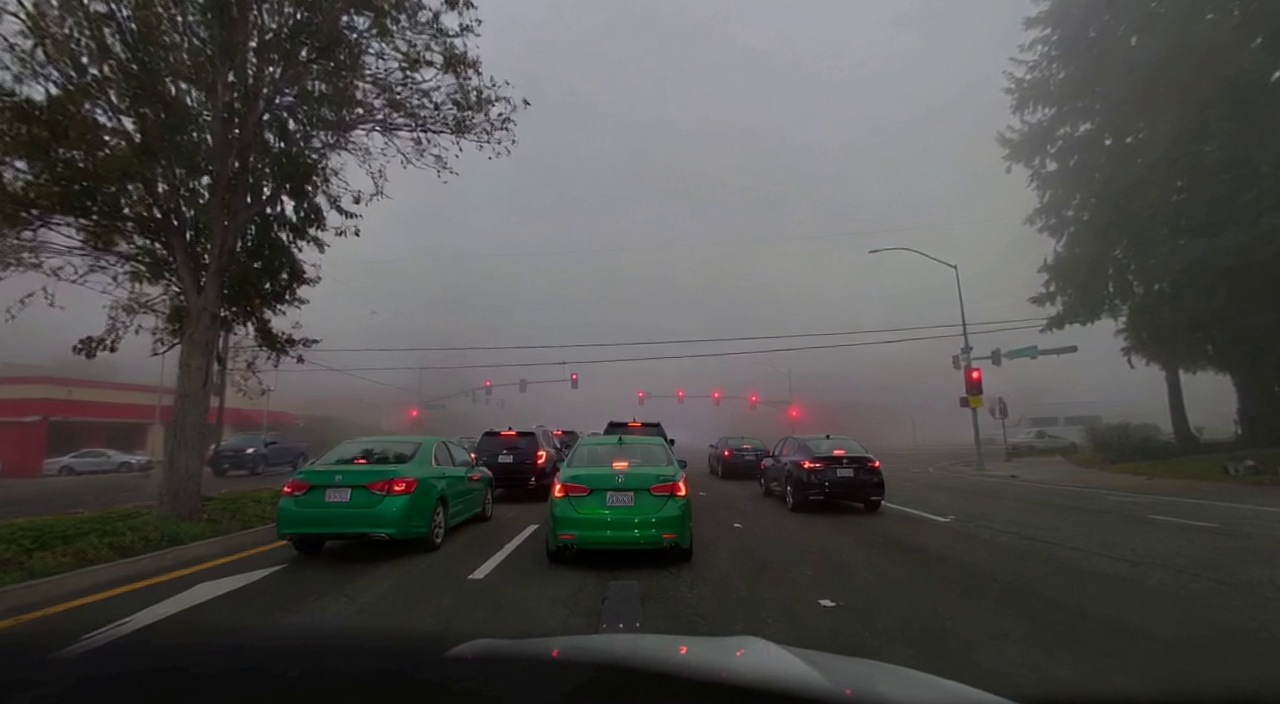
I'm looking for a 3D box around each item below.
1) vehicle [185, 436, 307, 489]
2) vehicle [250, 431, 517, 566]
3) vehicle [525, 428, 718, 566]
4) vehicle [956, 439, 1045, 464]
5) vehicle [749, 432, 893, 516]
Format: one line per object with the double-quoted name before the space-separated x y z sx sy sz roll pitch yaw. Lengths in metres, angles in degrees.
"vehicle" -14.112 3.966 23.000 2.082 1.704 4.488 1 -8 -9
"vehicle" -3.194 1.891 8.953 1.917 1.441 4.128 -1 -8 2
"vehicle" -0.200 1.830 8.702 2.041 1.450 3.847 0 -8 0
"vehicle" 25.244 6.989 44.473 5.265 1.702 1.930 -4 -9 27
"vehicle" 3.561 2.467 13.258 1.880 1.476 3.932 0 -8 0
